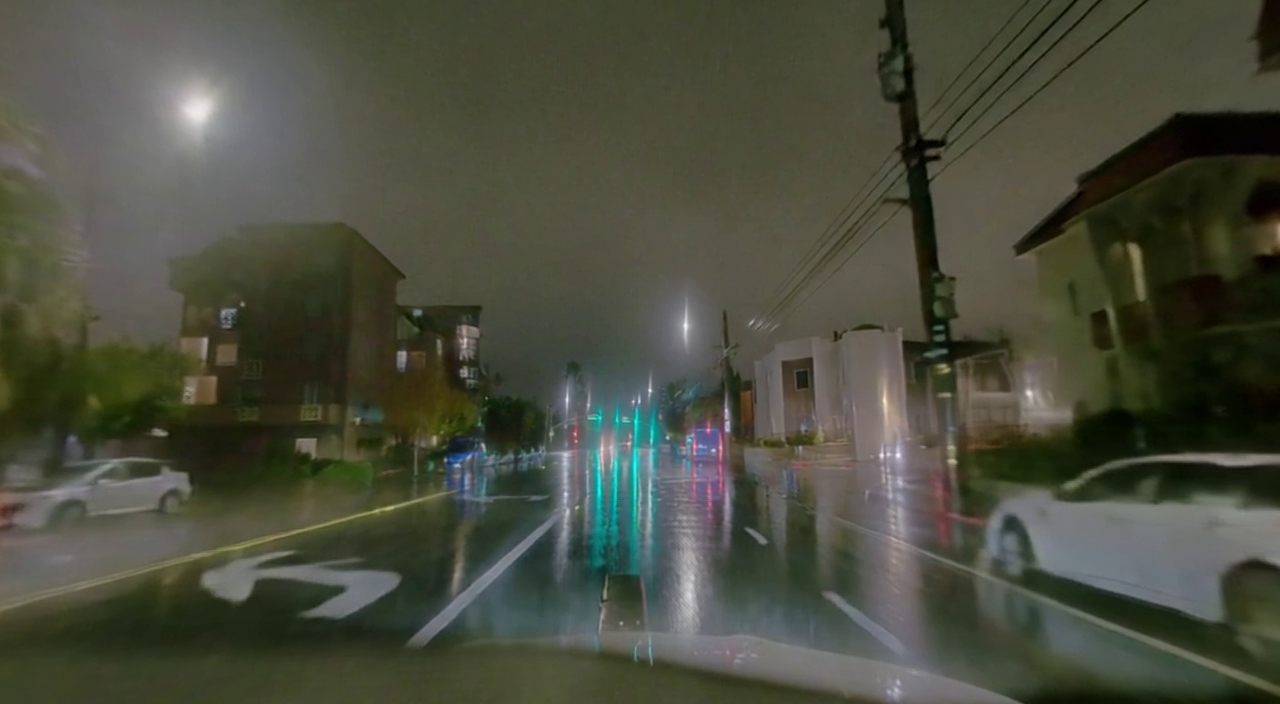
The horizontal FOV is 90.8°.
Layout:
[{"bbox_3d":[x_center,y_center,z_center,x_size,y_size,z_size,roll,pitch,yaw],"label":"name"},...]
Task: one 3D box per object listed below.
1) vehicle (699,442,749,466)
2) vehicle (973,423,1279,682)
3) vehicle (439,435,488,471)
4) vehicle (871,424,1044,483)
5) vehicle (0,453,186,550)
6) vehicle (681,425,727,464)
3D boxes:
[{"bbox_3d":[5.338,6.535,40.758,1.848,1.468,4.332,2,-9,-12],"label":"vehicle"},{"bbox_3d":[4.884,1.341,4.677,2.059,1.546,4.985,0,-8,-1],"label":"vehicle"},{"bbox_3d":[-12.912,7.397,46.570,2.164,2.386,5.460,-2,-7,-1],"label":"vehicle"},{"bbox_3d":[12.038,3.801,24.076,5.666,1.871,2.216,0,-8,-14],"label":"vehicle"},{"bbox_3d":[-12.408,3.094,13.687,1.920,1.629,4.599,-2,-8,-3],"label":"vehicle"},{"bbox_3d":[4.599,6.799,46.286,2.414,2.670,5.833,1,-8,-4],"label":"vehicle"}]
